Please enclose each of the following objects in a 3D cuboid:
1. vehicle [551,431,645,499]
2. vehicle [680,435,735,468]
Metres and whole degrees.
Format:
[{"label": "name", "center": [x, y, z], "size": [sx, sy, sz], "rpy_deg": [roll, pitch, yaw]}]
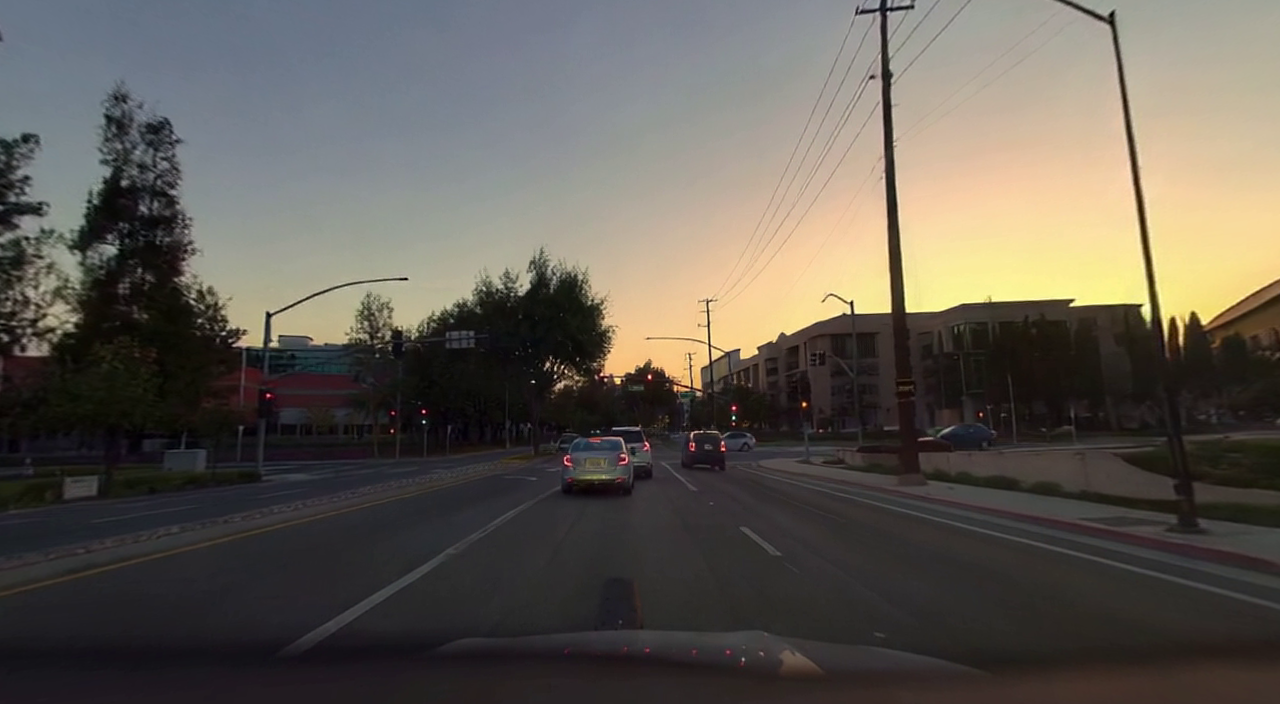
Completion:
[{"label": "vehicle", "center": [-0.960, 2.807, 16.026], "size": [2.075, 1.470, 3.962], "rpy_deg": [0, -8, -1]}, {"label": "vehicle", "center": [3.181, 4.776, 30.443], "size": [1.945, 1.470, 4.363], "rpy_deg": [0, -8, -3]}]
